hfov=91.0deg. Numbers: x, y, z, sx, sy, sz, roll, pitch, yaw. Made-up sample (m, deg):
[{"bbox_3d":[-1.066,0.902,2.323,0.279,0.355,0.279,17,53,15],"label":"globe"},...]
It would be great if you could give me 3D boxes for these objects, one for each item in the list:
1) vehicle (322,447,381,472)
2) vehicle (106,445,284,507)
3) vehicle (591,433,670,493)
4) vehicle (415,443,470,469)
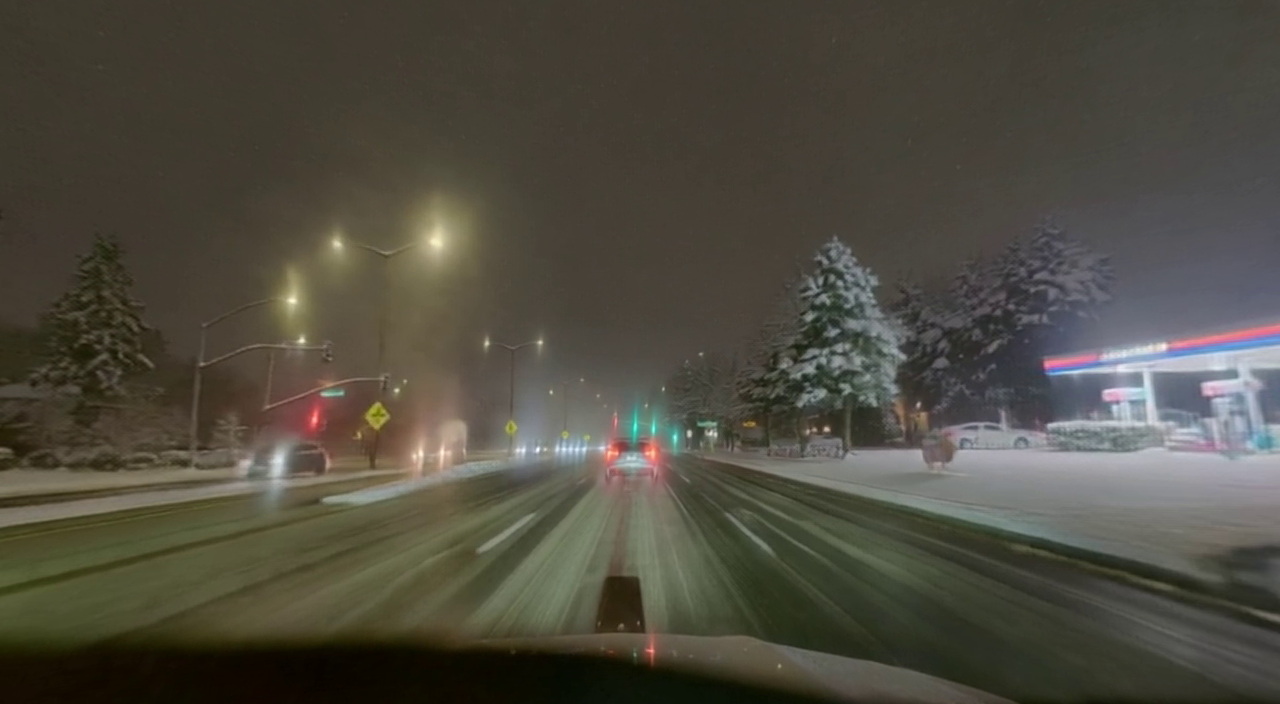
[{"bbox_3d":[-19.043,7.085,41.758,1.819,1.473,4.258,0,-8,0],"label":"vehicle"},{"bbox_3d":[-12.349,3.415,17.906,1.868,1.516,4.321,0,-8,0],"label":"vehicle"},{"bbox_3d":[-0.254,3.191,18.510,2.062,1.519,4.214,0,-8,0],"label":"vehicle"},{"bbox_3d":[-12.419,6.539,39.856,1.936,1.498,4.611,0,-8,1],"label":"vehicle"}]
